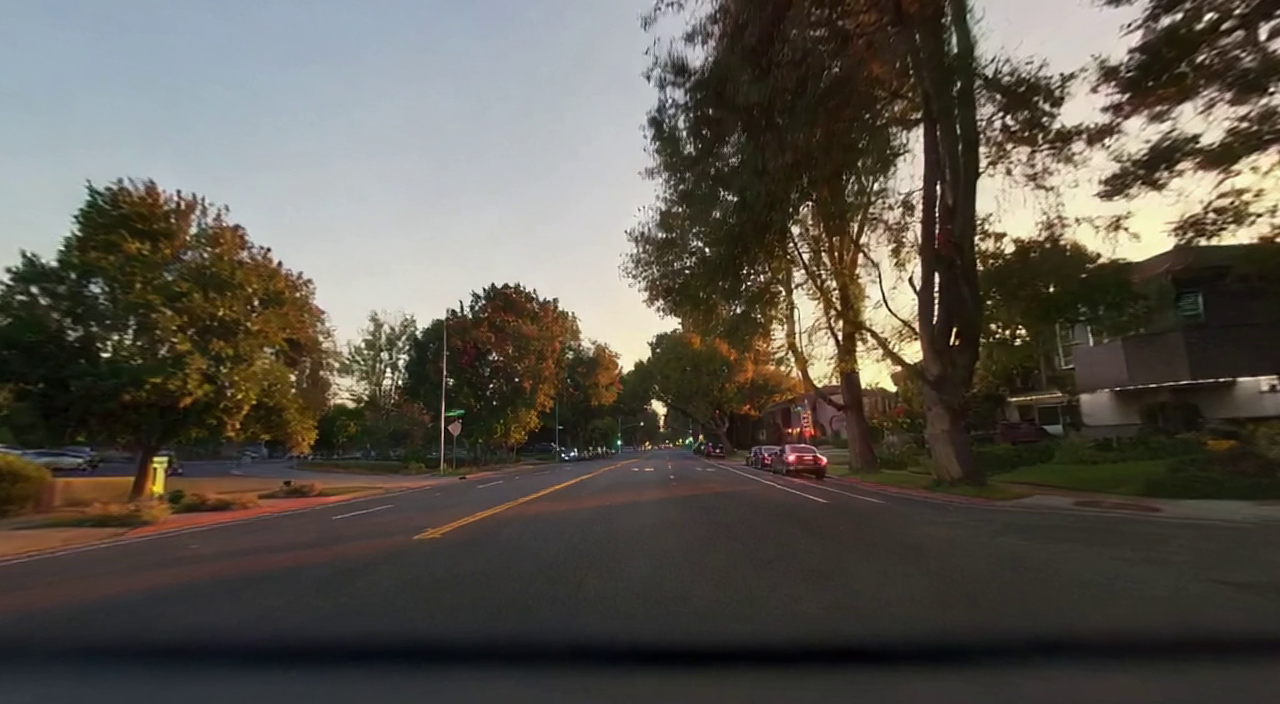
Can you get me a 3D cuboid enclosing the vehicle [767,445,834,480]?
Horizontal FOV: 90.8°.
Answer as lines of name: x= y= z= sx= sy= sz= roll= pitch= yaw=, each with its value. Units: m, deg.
vehicle: x=7.256 y=5.022 z=29.067 sx=1.940 sy=1.481 sz=4.650 roll=0 pitch=-9 yaw=1
